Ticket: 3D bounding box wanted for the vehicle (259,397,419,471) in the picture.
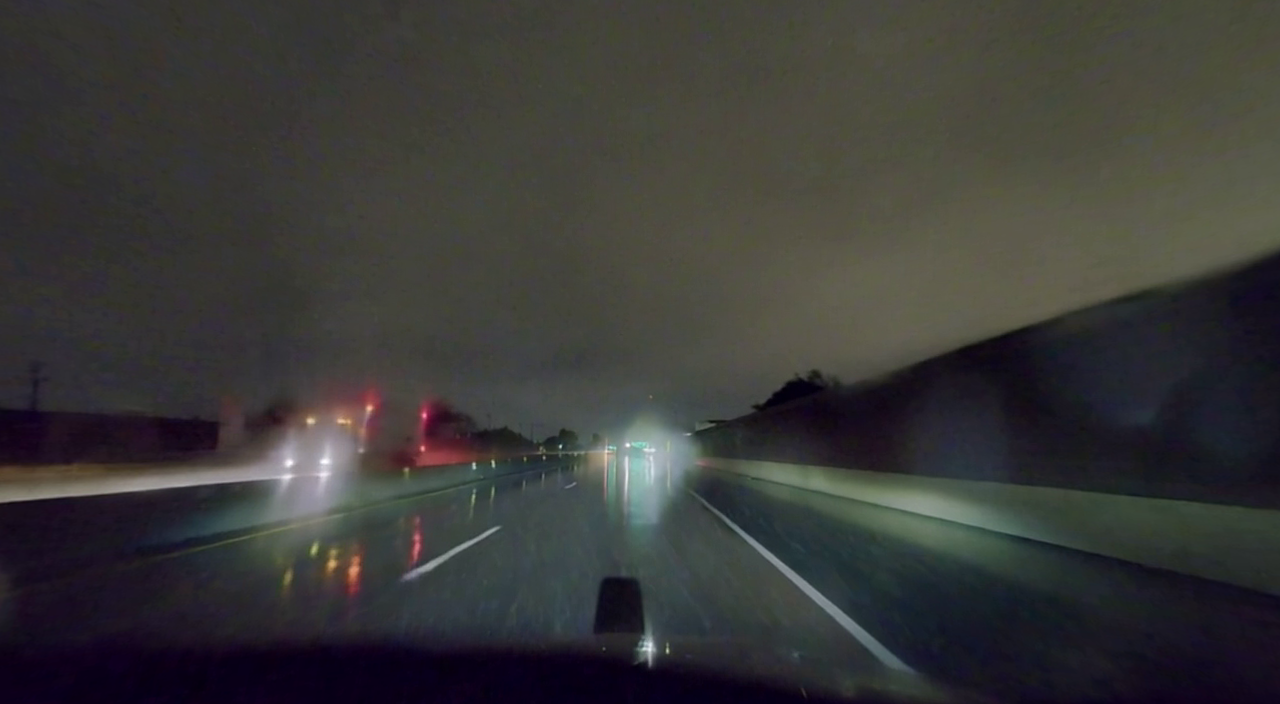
[{"bbox_3d":[-17.406,5.168,38.340,2.816,3.631,14.591,0,-9,-1],"label":"vehicle"}]
